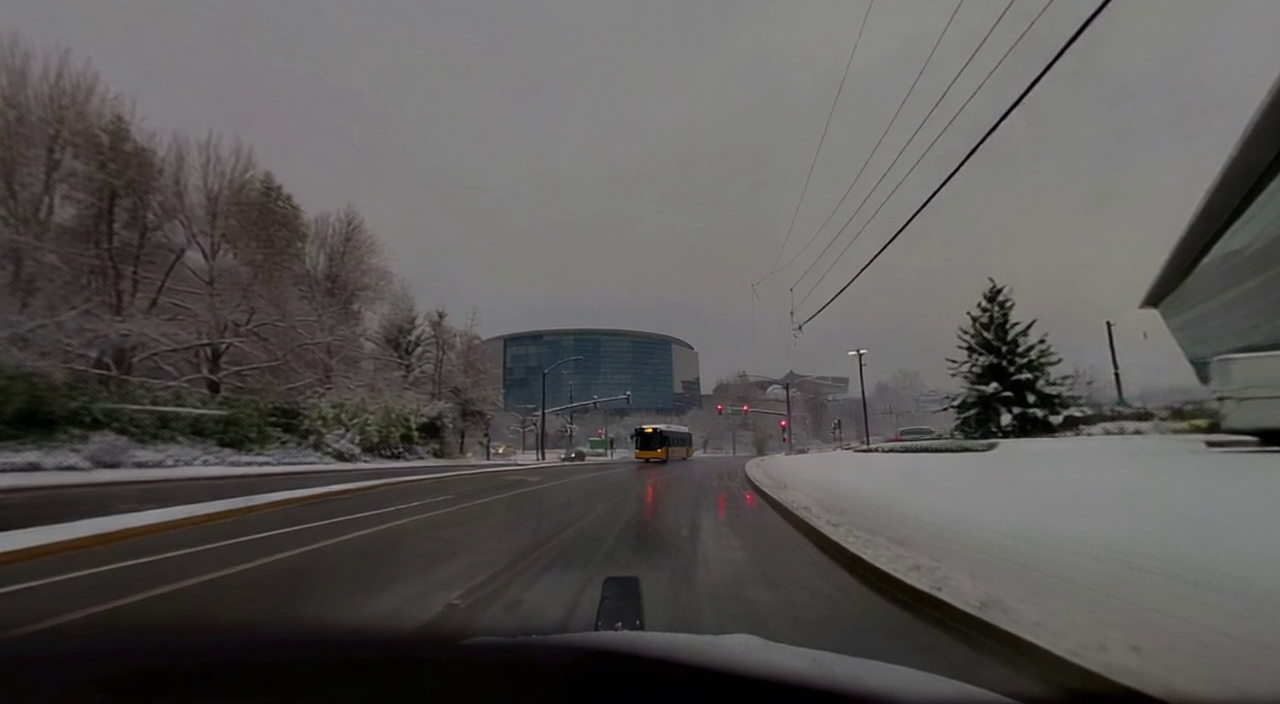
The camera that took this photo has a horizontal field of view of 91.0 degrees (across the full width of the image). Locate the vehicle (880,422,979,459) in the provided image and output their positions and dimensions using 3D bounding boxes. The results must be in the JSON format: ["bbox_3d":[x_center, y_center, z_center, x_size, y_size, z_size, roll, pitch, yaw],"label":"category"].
[{"bbox_3d":[16.719,5.177,36.599,4.647,1.951,2.304,-3,-10,10],"label":"vehicle"}]
